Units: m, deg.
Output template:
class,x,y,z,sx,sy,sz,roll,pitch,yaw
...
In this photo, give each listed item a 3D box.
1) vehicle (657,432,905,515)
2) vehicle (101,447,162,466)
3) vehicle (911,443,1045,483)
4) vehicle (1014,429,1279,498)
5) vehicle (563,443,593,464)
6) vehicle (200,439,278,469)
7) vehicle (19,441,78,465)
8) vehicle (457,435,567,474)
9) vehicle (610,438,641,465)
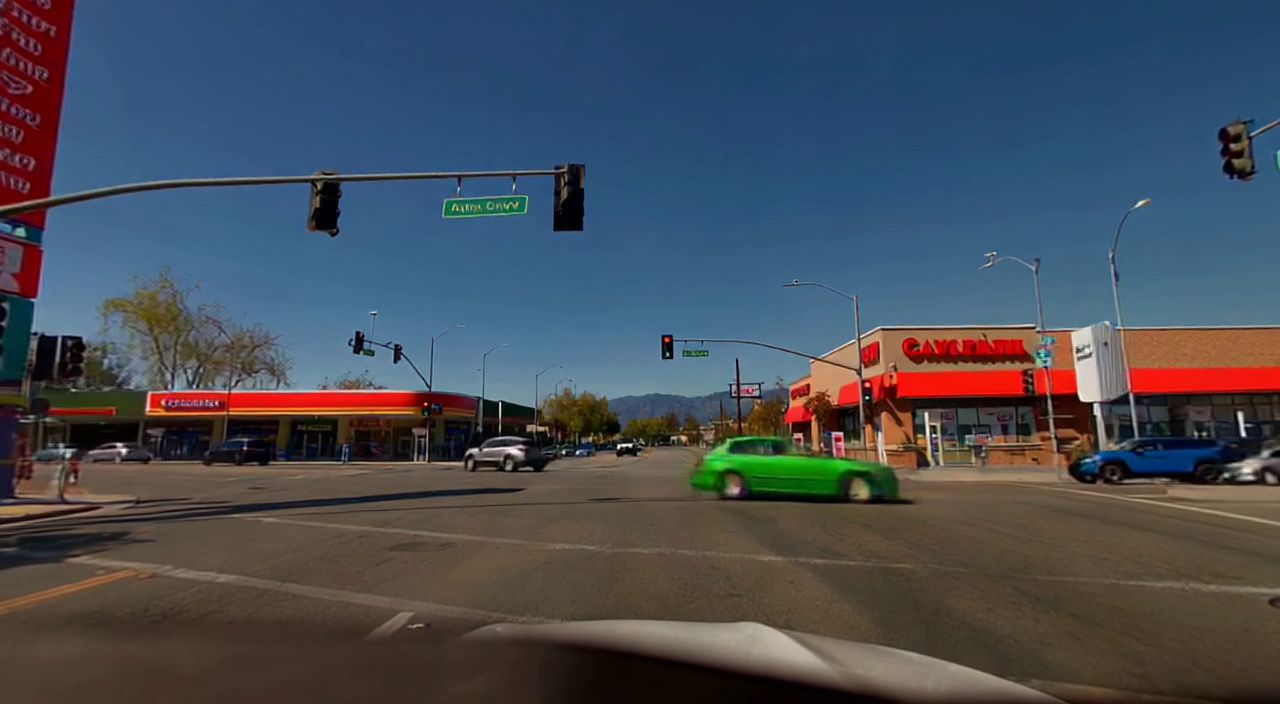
class,x,y,z,sx,sy,sz,roll,pitch,yaw
vehicle,2.891,2.473,13.285,4.670,1.458,1.959,-5,-10,29
vehicle,-40.112,8.236,49.835,4.801,1.466,1.830,-5,-10,27
vehicle,13.328,4.355,25.026,4.435,1.457,1.766,-6,-10,33
vehicle,12.313,2.747,15.811,4.681,1.495,2.096,-3,-9,21
vehicle,-4.595,7.598,47.320,2.003,1.481,4.091,0,-8,-3
vehicle,-24.195,6.119,38.089,4.562,1.676,1.819,-5,-10,27
vehicle,-45.806,7.824,48.892,4.311,1.742,1.864,-5,-10,27
vehicle,-5.747,4.569,28.290,4.568,1.643,1.911,-5,-9,26
vehicle,-1.115,7.073,45.151,2.083,1.764,5.011,0,-8,-3
